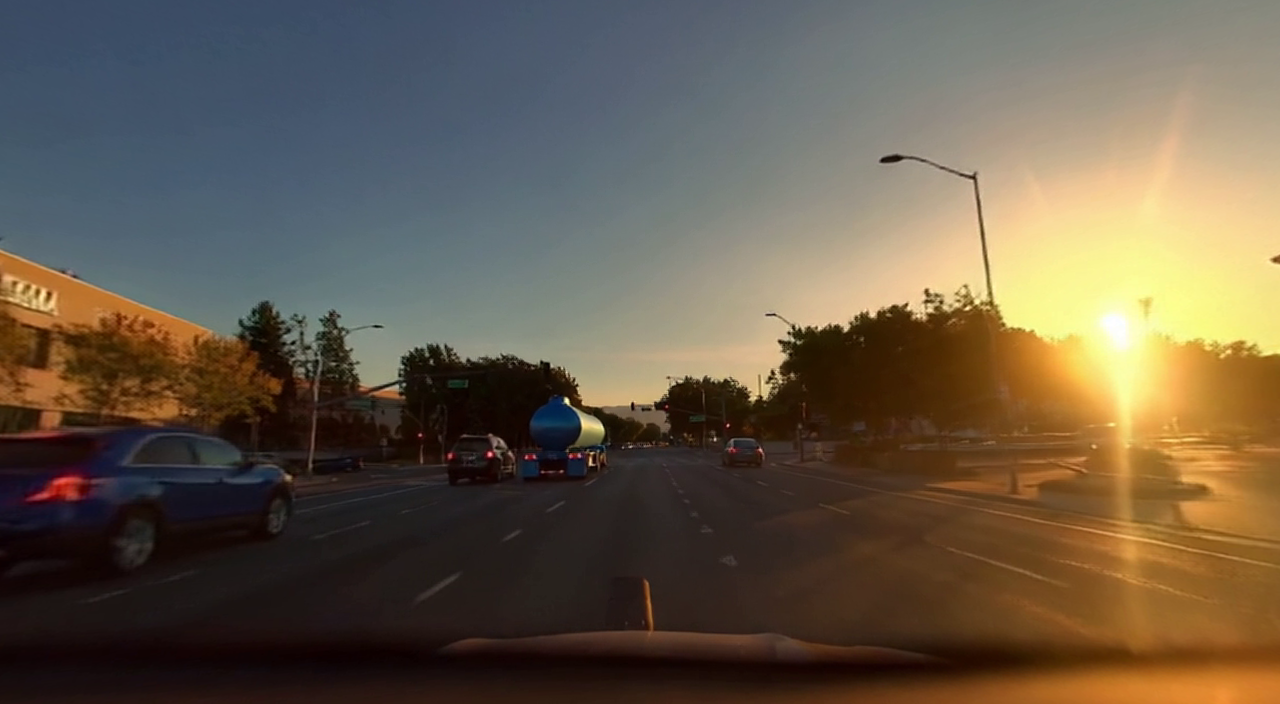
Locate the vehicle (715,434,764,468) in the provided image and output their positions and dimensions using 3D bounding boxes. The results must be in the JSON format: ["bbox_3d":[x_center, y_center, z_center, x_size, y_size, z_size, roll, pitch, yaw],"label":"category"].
[{"bbox_3d":[5.997,6.055,38.699,2.093,1.926,4.749,0,-8,-2],"label":"vehicle"}]

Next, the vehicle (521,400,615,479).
[{"bbox_3d":[-3.071,4.456,31.713,2.841,3.004,14.901,0,-8,1],"label":"vehicle"}]

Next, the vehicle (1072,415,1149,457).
[{"bbox_3d":[23.326,4.184,31.117,2.380,1.890,5.620,-8,-11,41],"label":"vehicle"}]

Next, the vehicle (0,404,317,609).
[{"bbox_3d":[-6.369,1.676,7.816,2.179,1.750,4.621,0,-8,1],"label":"vehicle"}]

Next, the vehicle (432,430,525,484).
[{"bbox_3d":[-6.508,4.316,26.259,2.375,1.989,5.497,0,-8,1],"label":"vehicle"}]
